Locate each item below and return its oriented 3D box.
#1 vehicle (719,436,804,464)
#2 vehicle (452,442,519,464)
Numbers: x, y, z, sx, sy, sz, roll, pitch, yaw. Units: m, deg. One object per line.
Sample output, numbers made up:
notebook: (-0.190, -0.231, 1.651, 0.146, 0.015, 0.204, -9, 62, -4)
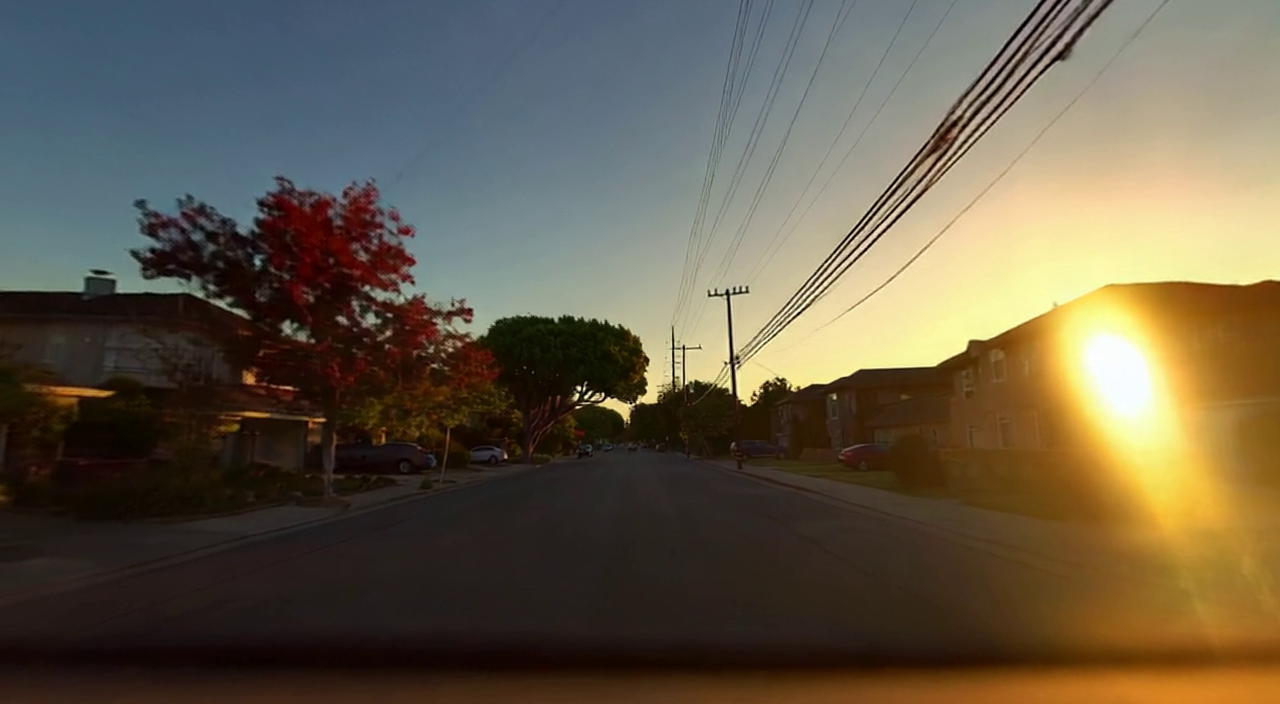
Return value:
vehicle: (9.239, 7.493, 48.487, 5.890, 1.896, 2.459, -1, -8, -3)
vehicle: (-11.114, 7.299, 45.598, 4.371, 1.482, 1.954, 0, -9, -2)
